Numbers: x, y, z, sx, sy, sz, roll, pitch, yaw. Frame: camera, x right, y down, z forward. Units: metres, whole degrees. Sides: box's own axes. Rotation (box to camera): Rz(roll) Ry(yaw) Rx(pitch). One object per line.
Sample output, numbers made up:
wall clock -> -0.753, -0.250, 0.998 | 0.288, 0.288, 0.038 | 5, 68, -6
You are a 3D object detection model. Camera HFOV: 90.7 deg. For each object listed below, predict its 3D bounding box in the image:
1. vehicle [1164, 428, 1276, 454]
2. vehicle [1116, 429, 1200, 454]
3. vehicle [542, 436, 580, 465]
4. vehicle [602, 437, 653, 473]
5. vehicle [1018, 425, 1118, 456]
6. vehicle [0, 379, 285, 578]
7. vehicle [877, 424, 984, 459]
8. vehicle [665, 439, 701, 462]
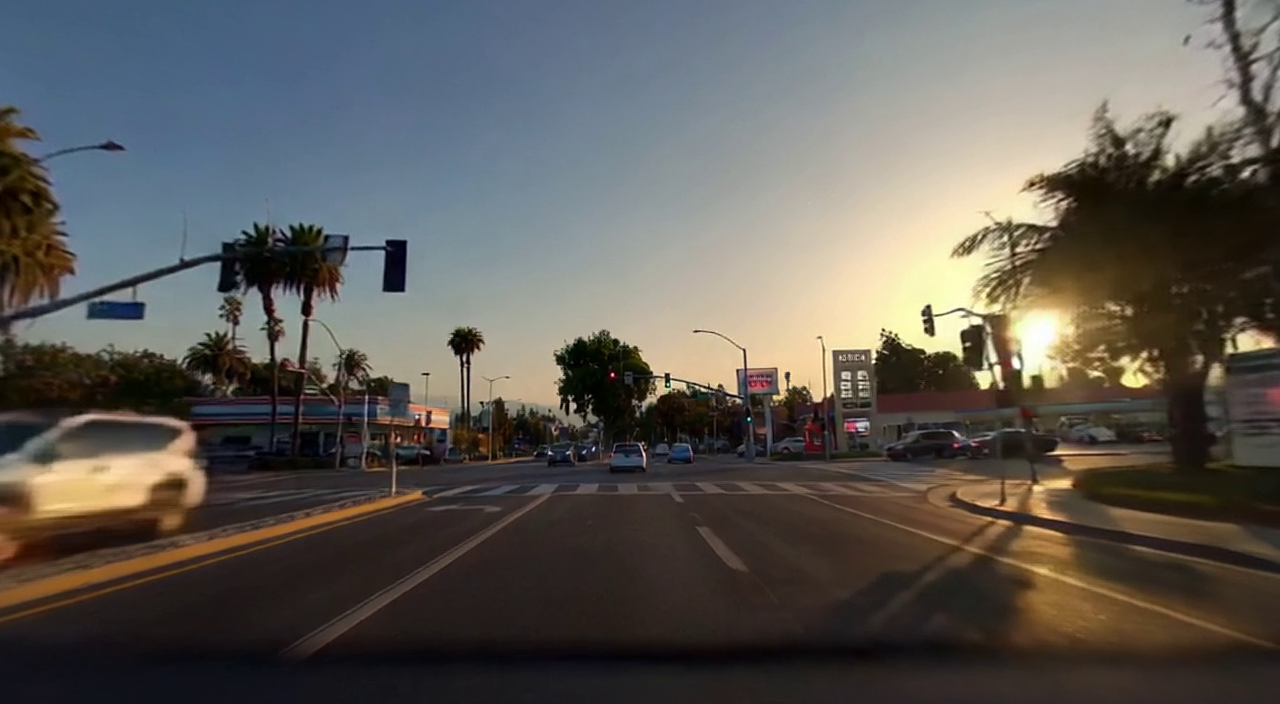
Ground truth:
vehicle -> 34.101, 5.257, 37.305 | 4.668, 1.469, 1.963 | 0, -8, -1
vehicle -> 33.163, 5.746, 40.598 | 3.696, 1.532, 1.927 | 0, -8, -1
vehicle -> -5.315, 6.652, 43.012 | 2.032, 1.747, 4.479 | -2, -7, -1
vehicle -> -0.561, 4.637, 28.770 | 2.160, 1.508, 4.319 | 0, -8, -1
vehicle -> 25.043, 5.202, 37.135 | 4.473, 1.751, 1.909 | 0, -8, -1
vehicle -> -8.460, 1.799, 9.625 | 2.440, 2.225, 6.346 | 0, -8, -1
vehicle -> 17.074, 5.299, 37.348 | 5.173, 1.976, 2.223 | 0, -8, 0
vehicle -> 2.932, 6.823, 43.909 | 2.060, 1.471, 4.168 | 0, -8, -2
